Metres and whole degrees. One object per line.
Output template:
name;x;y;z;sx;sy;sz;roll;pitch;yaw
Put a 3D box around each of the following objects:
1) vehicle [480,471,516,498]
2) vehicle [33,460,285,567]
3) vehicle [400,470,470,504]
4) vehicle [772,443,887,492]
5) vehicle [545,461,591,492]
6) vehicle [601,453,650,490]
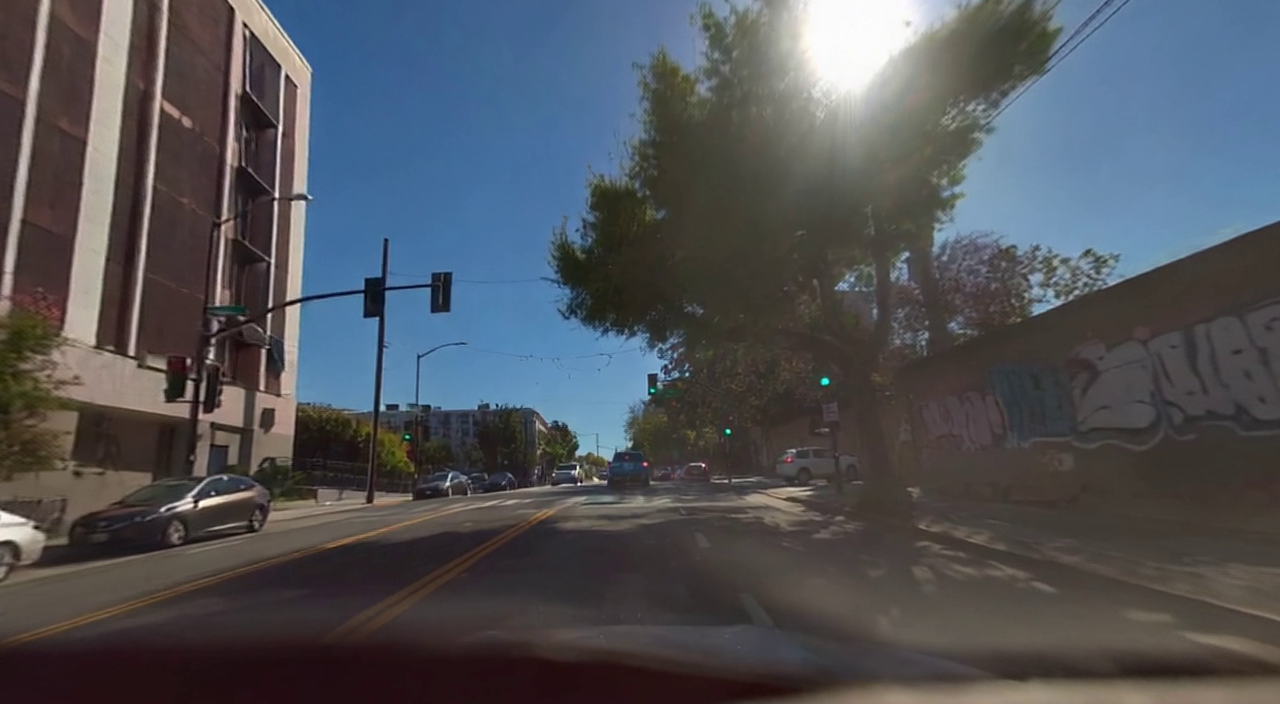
vehicle;-11.132;10.397;49.731;1.859;1.780;3.947;0;-8;1
vehicle;-10.812;3.575;14.845;2.199;1.717;4.888;-6;-8;-1
vehicle;-10.547;6.964;32.869;2.070;1.476;4.508;0;-8;1
vehicle;7.726;4.622;25.693;4.292;1.761;2.207;5;-10;-34
vehicle;-4.041;7.049;35.970;2.095;1.447;4.202;-2;-8;0
vehicle;-0.649;5.671;30.269;2.166;1.579;4.300;0;-8;0
